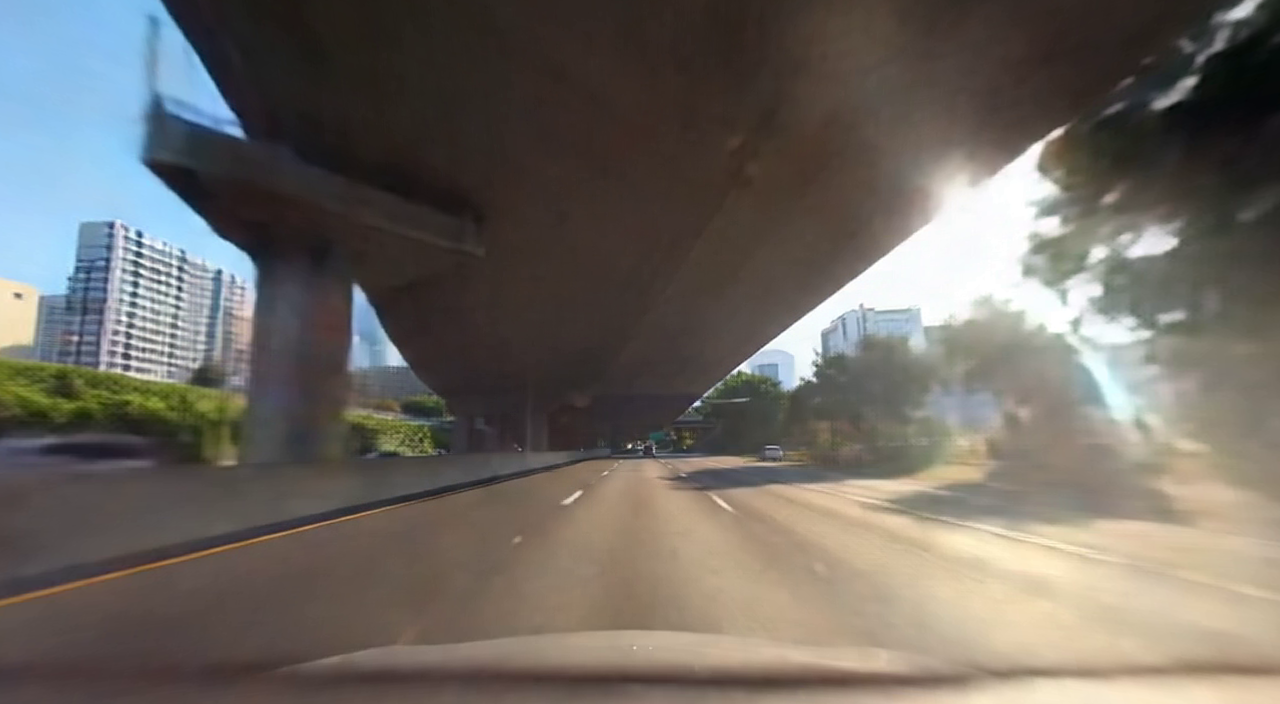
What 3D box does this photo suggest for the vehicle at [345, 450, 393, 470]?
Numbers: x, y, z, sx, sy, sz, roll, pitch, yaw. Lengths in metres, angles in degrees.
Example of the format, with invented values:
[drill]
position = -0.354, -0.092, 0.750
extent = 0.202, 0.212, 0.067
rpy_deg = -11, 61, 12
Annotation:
[vehicle]
position = -21.311, 8.505, 49.843
extent = 1.986, 1.520, 4.053
rpy_deg = 0, -9, 0
